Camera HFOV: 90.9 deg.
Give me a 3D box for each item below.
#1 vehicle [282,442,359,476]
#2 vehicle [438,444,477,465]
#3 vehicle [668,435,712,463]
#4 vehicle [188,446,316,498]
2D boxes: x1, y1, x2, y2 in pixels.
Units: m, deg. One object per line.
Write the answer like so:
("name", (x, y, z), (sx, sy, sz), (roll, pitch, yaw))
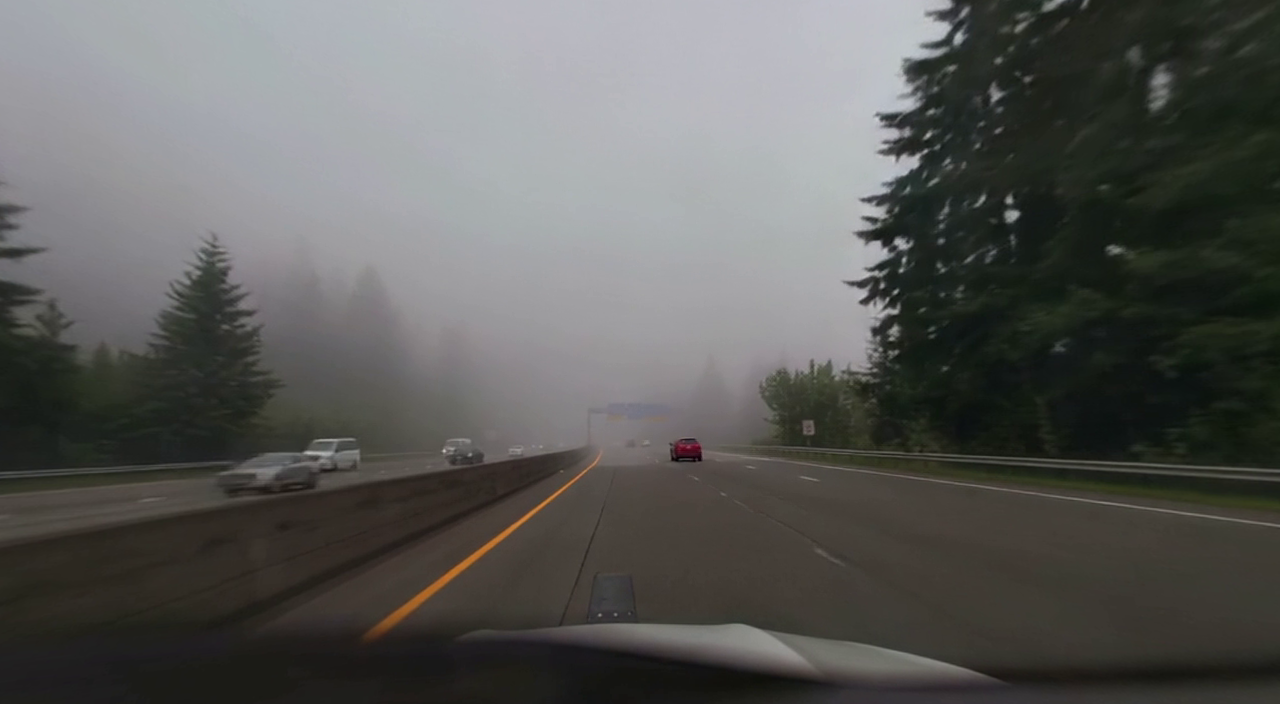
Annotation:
("vehicle", (-17.079, 5.728, 33.972), (1.847, 1.643, 4.549), (0, -8, -1))
("vehicle", (-13.570, 7.623, 46.999), (1.966, 1.488, 3.645), (0, -8, -2))
("vehicle", (2.800, 5.561, 36.277), (1.958, 1.526, 4.227), (0, -8, -3))
("vehicle", (-12.836, 3.947, 21.190), (1.820, 1.509, 3.968), (0, -8, -1))
